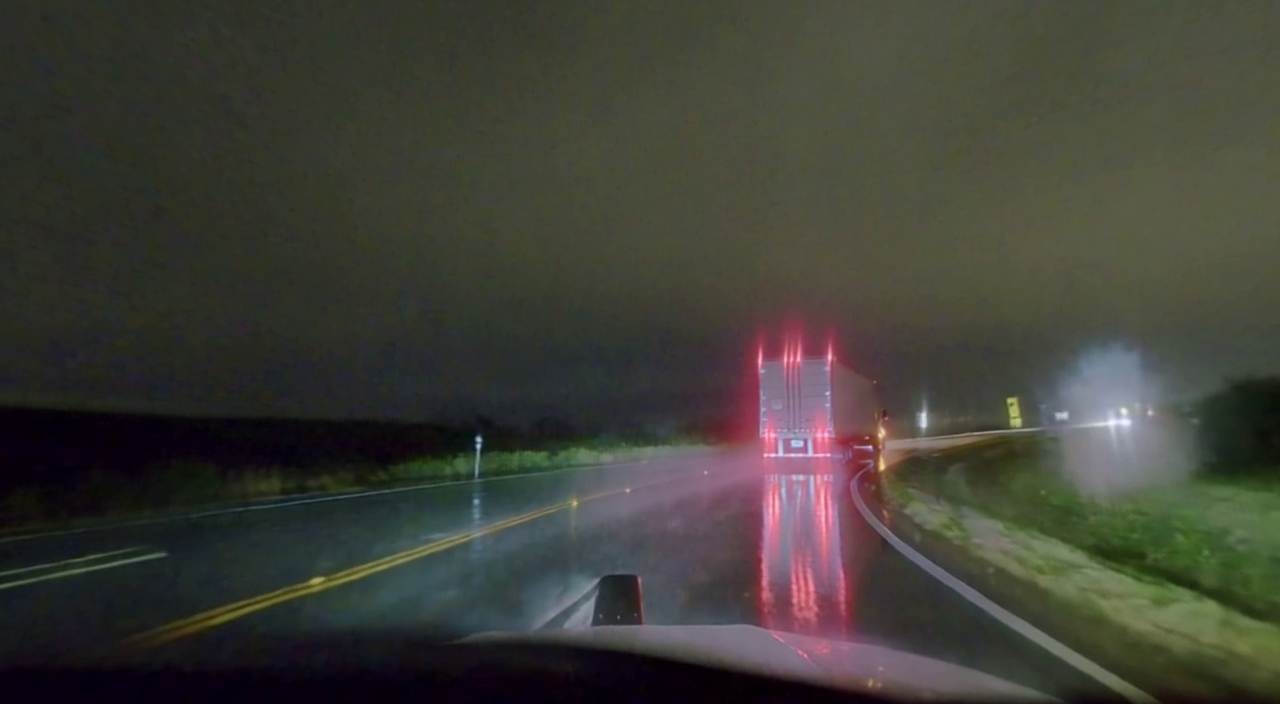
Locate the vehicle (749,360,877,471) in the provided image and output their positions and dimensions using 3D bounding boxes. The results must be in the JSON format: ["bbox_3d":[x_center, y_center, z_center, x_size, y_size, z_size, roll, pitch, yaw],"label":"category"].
[{"bbox_3d":[7.625,2.819,26.299,2.837,3.712,10.484,-4,-9,27],"label":"vehicle"}]
